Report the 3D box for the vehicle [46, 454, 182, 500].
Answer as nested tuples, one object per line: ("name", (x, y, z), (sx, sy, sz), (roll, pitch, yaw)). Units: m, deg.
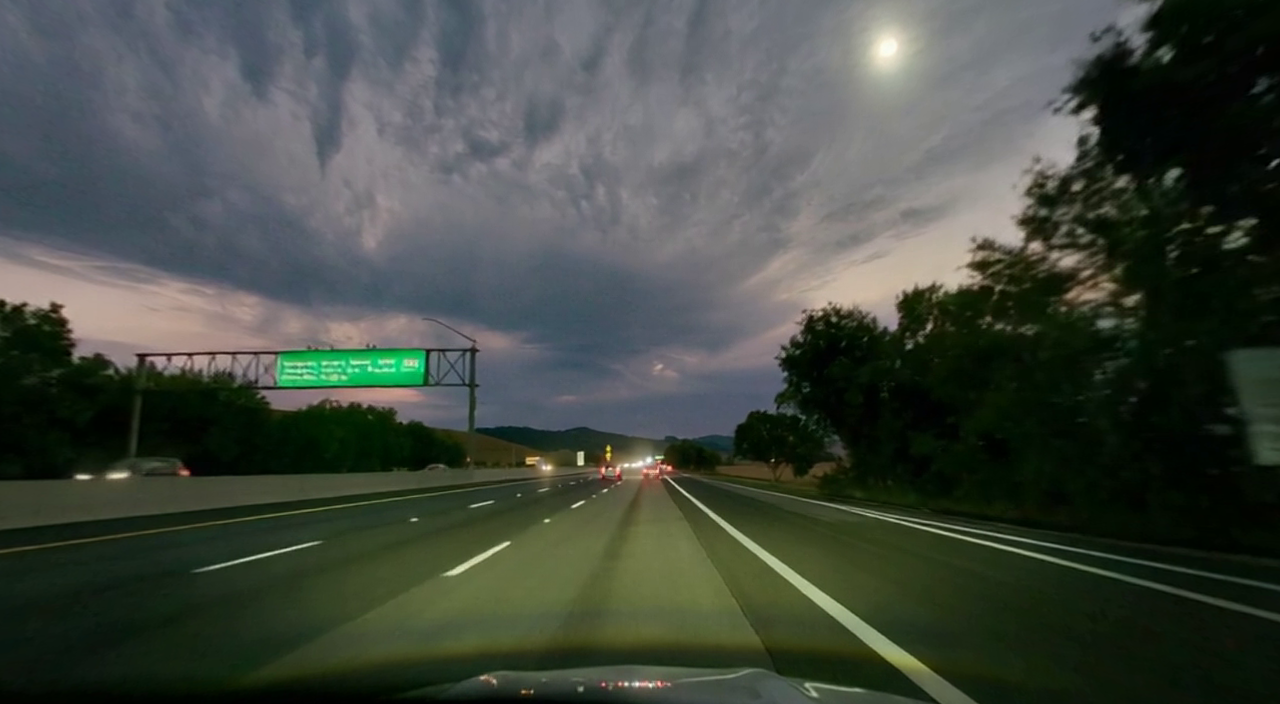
("vehicle", (-22.467, 5.360, 27.200), (1.906, 1.774, 4.441), (1, -10, 1))
